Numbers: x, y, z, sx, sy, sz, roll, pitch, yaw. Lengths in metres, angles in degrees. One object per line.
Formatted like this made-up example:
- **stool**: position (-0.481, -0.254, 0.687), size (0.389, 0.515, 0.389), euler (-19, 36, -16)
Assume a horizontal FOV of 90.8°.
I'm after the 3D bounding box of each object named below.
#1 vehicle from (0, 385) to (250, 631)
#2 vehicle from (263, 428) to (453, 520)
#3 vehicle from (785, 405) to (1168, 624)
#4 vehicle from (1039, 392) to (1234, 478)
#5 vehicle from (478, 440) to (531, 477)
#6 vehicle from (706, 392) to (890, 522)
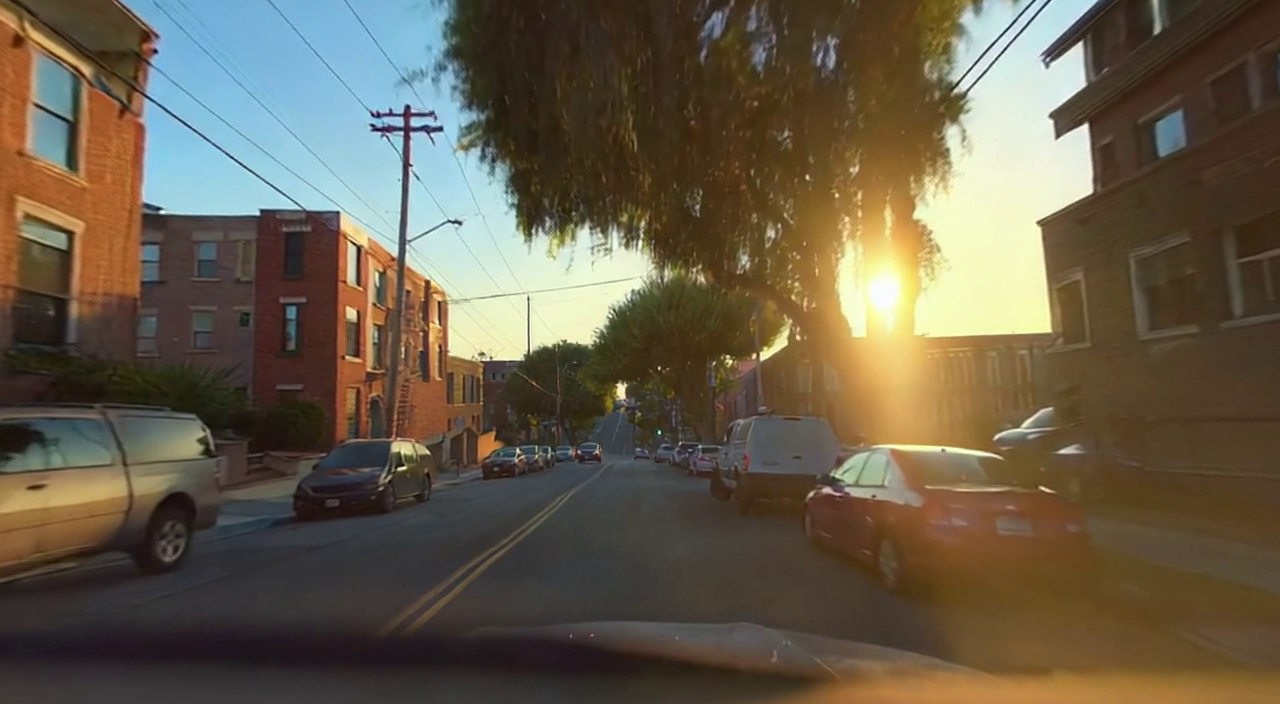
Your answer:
- **vehicle**: position (-6.694, 1.435, 6.012), size (2.235, 2.119, 6.061), euler (0, -8, -2)
- **vehicle**: position (-6.789, 2.990, 16.204), size (2.259, 1.899, 5.643), euler (0, -8, 0)
- **vehicle**: position (3.086, 1.550, 6.974), size (1.896, 1.675, 4.000), euler (0, -8, -2)
- **vehicle**: position (14.868, 2.536, 19.125), size (4.234, 1.965, 2.025), euler (7, -9, 2)
- **vehicle**: position (-7.019, 5.563, 33.292), size (1.930, 1.756, 4.955), euler (0, -8, -3)
- **vehicle**: position (3.027, 2.229, 13.841), size (2.480, 2.230, 5.704), euler (0, -8, -1)
